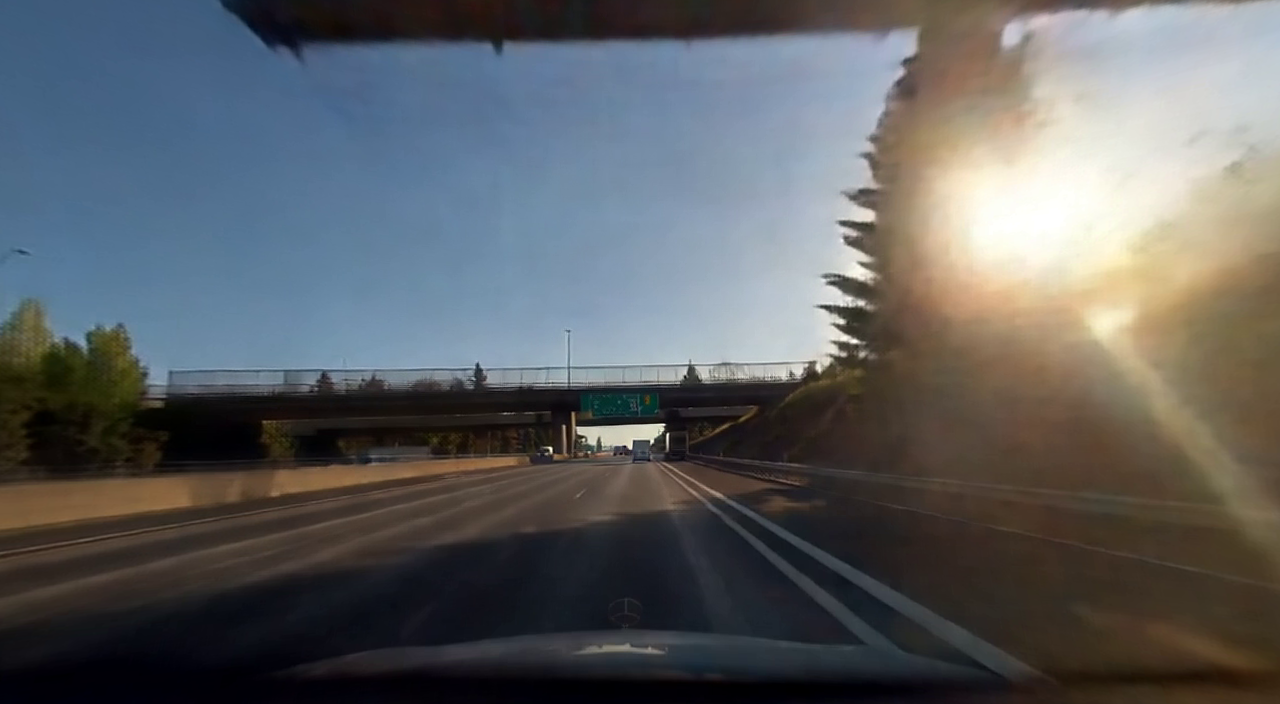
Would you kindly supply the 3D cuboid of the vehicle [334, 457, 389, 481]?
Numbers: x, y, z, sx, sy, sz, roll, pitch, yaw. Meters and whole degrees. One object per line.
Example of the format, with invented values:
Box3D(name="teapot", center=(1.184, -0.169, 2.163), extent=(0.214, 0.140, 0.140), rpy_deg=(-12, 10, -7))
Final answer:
Box3D(name="vehicle", center=(-18.737, 7.877, 42.600), extent=(1.854, 1.464, 3.924), rpy_deg=(0, -9, 0))
